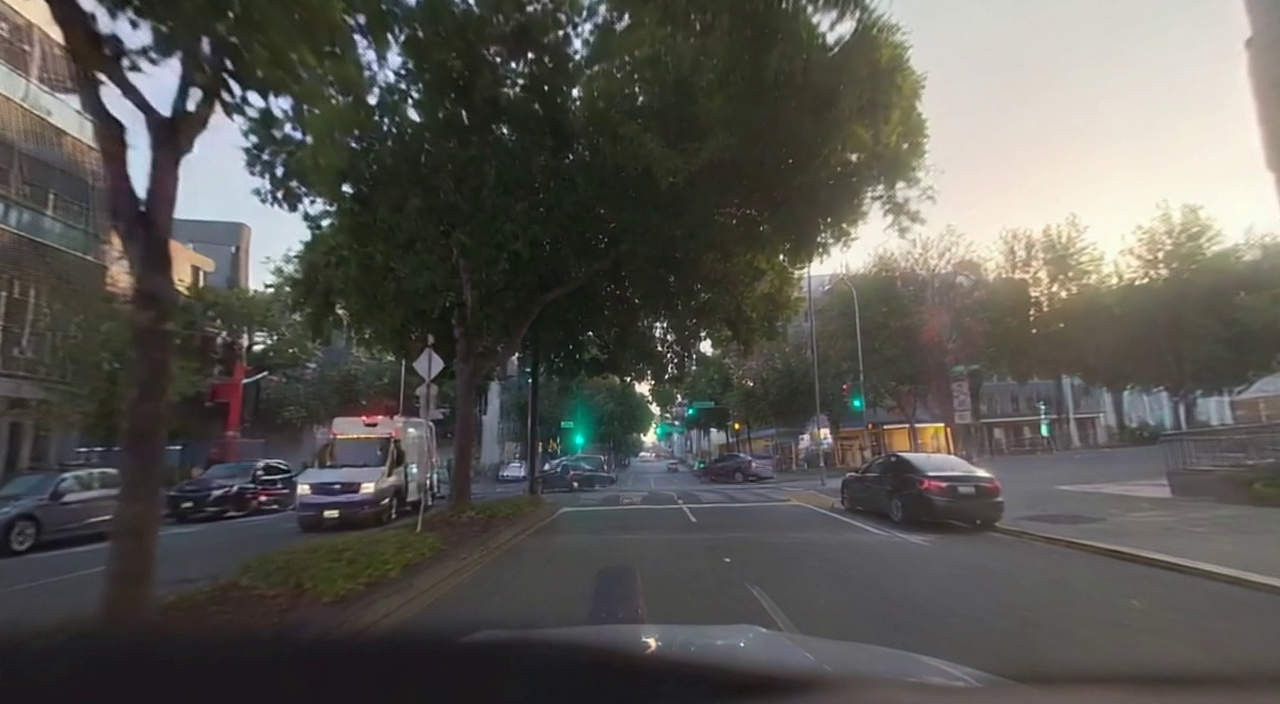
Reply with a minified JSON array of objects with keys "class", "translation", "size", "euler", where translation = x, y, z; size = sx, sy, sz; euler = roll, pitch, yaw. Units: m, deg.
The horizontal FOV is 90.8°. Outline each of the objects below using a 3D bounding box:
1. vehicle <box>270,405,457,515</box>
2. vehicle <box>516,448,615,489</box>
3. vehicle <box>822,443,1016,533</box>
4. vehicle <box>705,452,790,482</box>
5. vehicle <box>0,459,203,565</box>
[{"class":"vehicle","translation":[-8.380,3.378,20.291],"size":[2.591,2.910,6.652],"euler":[-1,-8,4]},{"class":"vehicle","translation":[-3.839,5.987,32.851],"size":[4.742,1.906,1.933],"euler":[6,-10,-35]},{"class":"vehicle","translation":[5.469,2.679,13.166],"size":[1.888,1.536,4.381],"euler":[0,-8,-2]},{"class":"vehicle","translation":[6.218,6.703,36.963],"size":[4.693,1.617,1.849],"euler":[-1,-8,2]},{"class":"vehicle","translation":[-11.377,3.005,12.653],"size":[1.968,1.608,4.609],"euler":[0,-8,-1]}]
